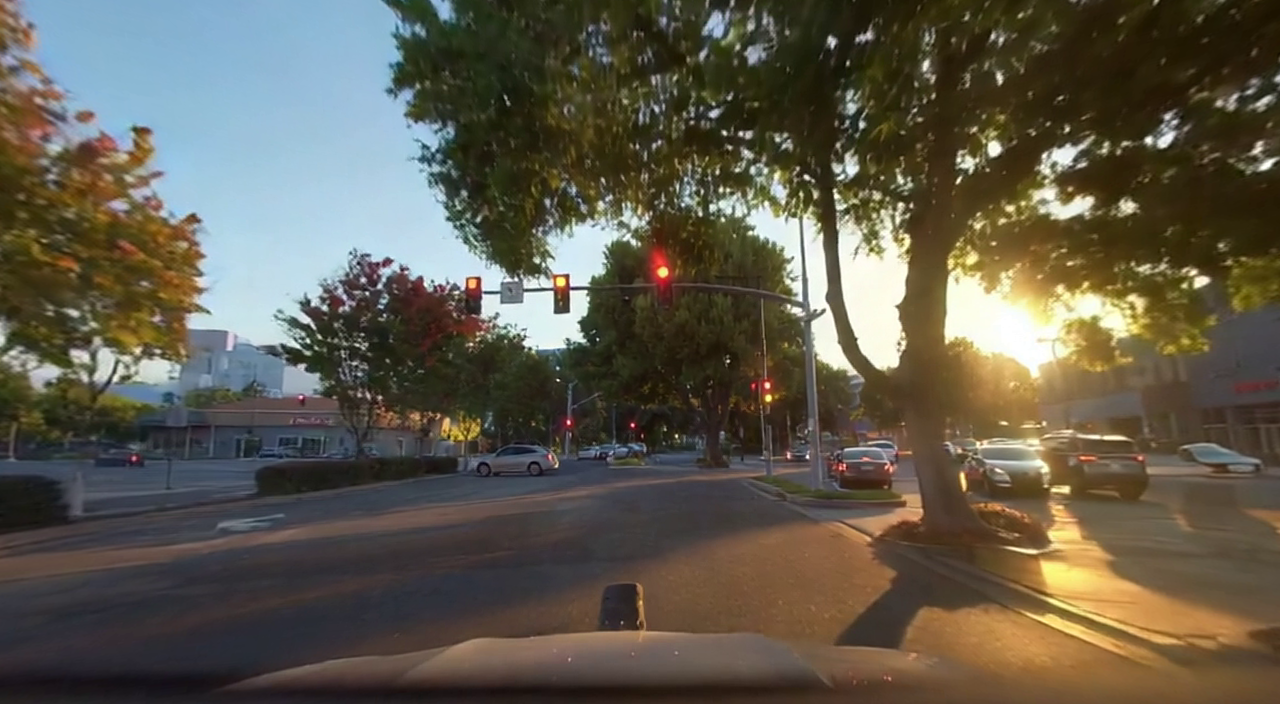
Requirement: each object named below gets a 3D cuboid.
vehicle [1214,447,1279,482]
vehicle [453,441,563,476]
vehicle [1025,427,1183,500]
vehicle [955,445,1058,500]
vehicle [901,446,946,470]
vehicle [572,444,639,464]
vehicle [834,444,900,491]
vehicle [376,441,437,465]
[{"bbox_3d":[28.576,5.040,28.665,1.933,1.463,4.578,-3,-9,19],"label":"vehicle"},{"bbox_3d":[-5.772,4.690,27.996,4.376,1.476,1.791,-1,-9,5],"label":"vehicle"},{"bbox_3d":[14.283,3.465,19.982,2.265,1.919,5.745,-4,-9,18],"label":"vehicle"},{"bbox_3d":[12.001,3.903,21.048,2.031,1.592,4.470,-3,-9,18],"label":"vehicle"},{"bbox_3d":[17.538,6.570,39.257,1.936,1.391,3.874,-2,-9,15],"label":"vehicle"},{"bbox_3d":[-2.669,7.982,49.589,4.792,1.468,2.116,-2,-9,16],"label":"vehicle"},{"bbox_3d":[7.878,3.993,22.270,1.867,1.479,4.452,-2,-9,16],"label":"vehicle"},{"bbox_3d":[-18.235,7.939,49.672,2.082,1.779,4.841,-2,-9,13],"label":"vehicle"}]
